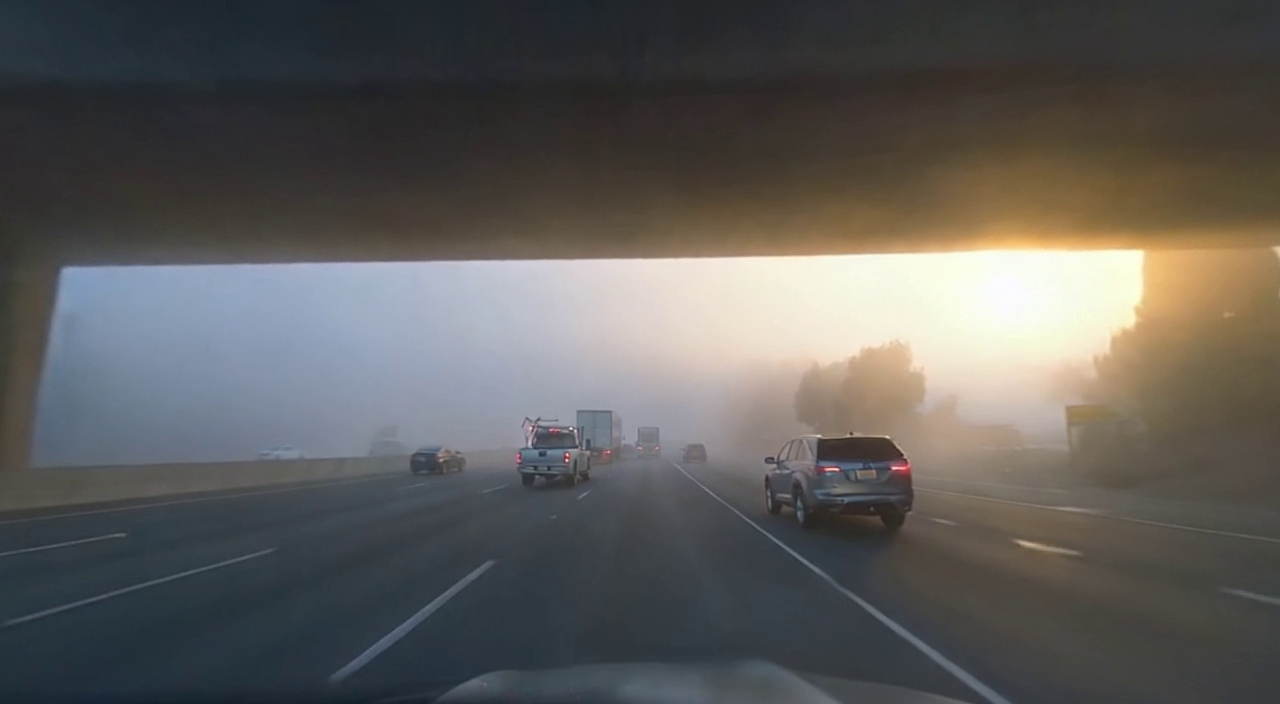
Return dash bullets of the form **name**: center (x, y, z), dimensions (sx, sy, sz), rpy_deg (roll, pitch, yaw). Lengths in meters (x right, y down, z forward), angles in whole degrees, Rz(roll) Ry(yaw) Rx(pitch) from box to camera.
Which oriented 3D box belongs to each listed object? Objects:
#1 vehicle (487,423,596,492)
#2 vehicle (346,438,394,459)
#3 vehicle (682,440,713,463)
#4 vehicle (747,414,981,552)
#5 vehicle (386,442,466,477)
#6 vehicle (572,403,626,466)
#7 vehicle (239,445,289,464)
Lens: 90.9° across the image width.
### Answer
- **vehicle**: center (-3.141, 3.602, 22.010), dimensions (2.645, 2.023, 6.491), rpy_deg (0, -8, 1)
- **vehicle**: center (-21.226, 7.611, 49.786), dimensions (2.145, 1.512, 3.656), rpy_deg (0, -8, 0)
- **vehicle**: center (4.400, 7.667, 48.863), dimensions (2.026, 1.661, 3.865), rpy_deg (0, -8, -1)
- **vehicle**: center (3.103, 1.913, 9.903), dimensions (2.028, 1.658, 4.334), rpy_deg (0, -8, -1)
- **vehicle**: center (-9.857, 4.974, 29.512), dimensions (1.981, 1.495, 4.834), rpy_deg (0, -8, 1)
- **vehicle**: center (-2.869, 6.583, 49.378), dimensions (2.869, 4.108, 15.564), rpy_deg (0, -8, 1)
- **vehicle**: center (-28.484, 7.755, 47.865), dimensions (1.496, 1.368, 3.456), rpy_deg (-1, -9, 3)
